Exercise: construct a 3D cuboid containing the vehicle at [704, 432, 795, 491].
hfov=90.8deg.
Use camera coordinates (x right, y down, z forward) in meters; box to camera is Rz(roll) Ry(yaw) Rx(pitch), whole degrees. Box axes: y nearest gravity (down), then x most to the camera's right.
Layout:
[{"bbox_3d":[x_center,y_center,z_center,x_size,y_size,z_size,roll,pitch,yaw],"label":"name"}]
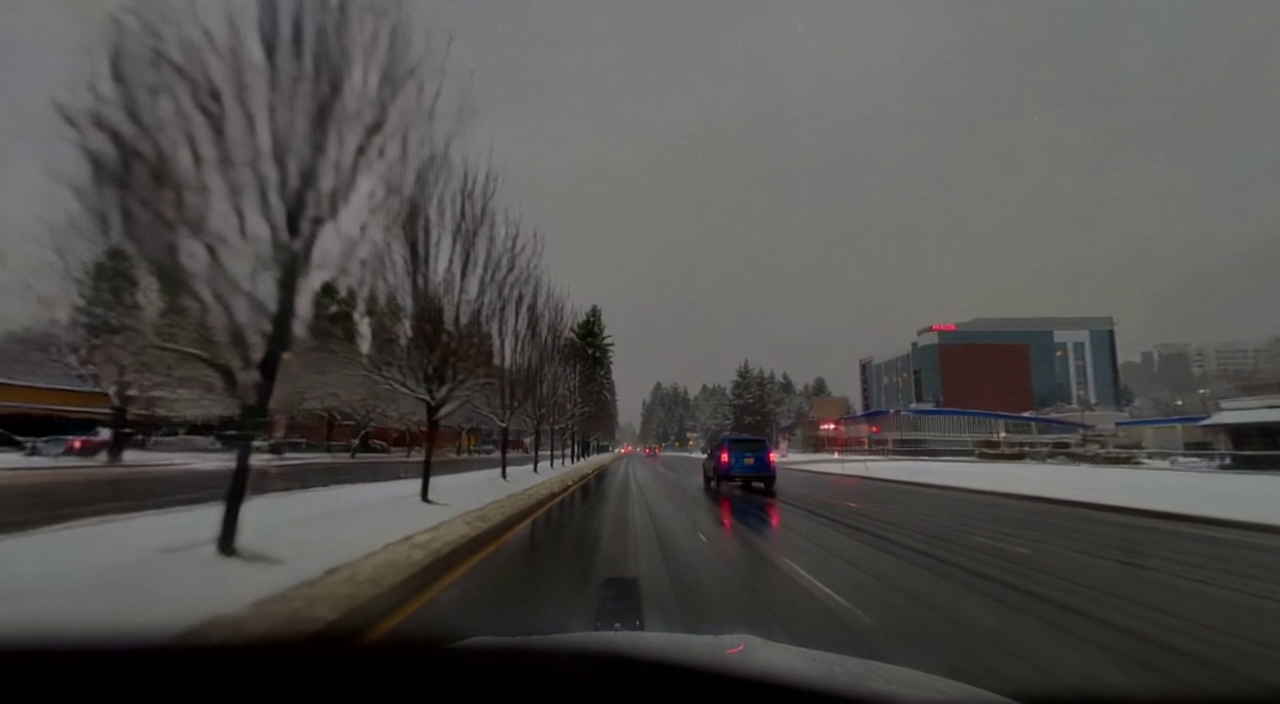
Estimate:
[{"bbox_3d":[3.394,3.500,20.520,2.072,1.696,4.177,0,-8,-2],"label":"vehicle"}]
